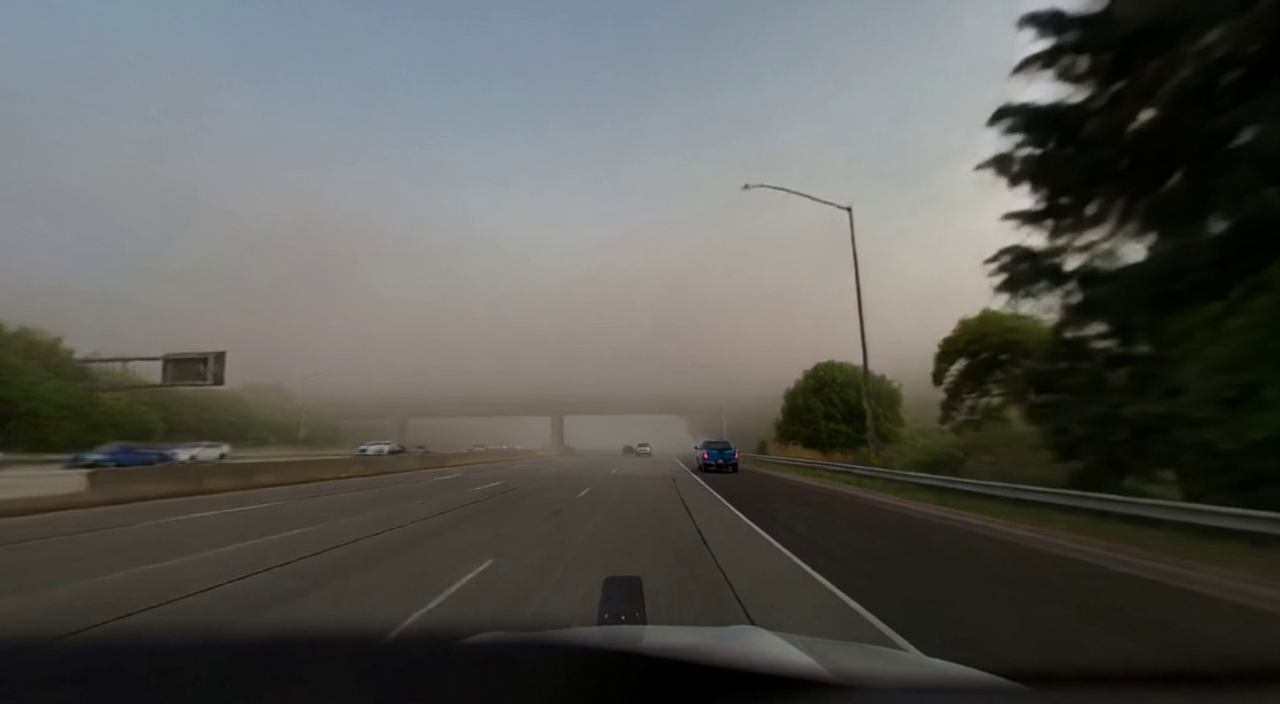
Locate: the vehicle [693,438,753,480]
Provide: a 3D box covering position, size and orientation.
[{"bbox_3d":[3.481,4.575,27.402,2.010,1.637,4.940,0,-8,1],"label":"vehicle"}]

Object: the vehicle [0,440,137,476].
[{"bbox_3d":[-27.559,5.069,30.543,1.974,1.576,5.230,0,-8,1],"label":"vehicle"}]

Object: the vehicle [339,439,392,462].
[{"bbox_3d":[-20.164,7.266,46.546,1.855,1.628,4.049,-1,-8,3],"label":"vehicle"}]

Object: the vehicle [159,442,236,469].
[{"bbox_3d":[-24.248,5.656,34.711,1.588,1.402,3.523,0,-8,2],"label":"vehicle"}]
